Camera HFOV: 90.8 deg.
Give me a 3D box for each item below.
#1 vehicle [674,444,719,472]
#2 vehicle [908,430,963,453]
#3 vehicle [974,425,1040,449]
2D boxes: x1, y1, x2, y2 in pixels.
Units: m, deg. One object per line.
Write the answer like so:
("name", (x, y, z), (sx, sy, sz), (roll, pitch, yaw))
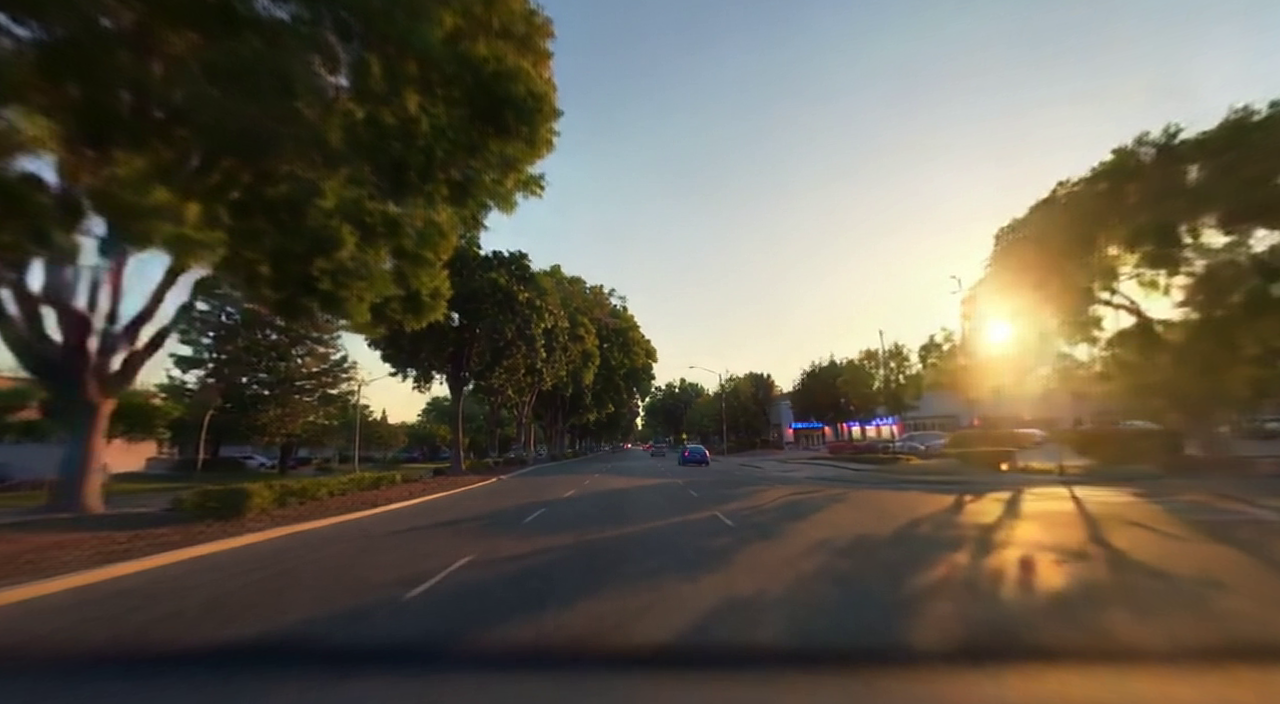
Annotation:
("vehicle", (3.189, 6.119, 36.662), (2.033, 1.482, 4.571), (0, -8, -2))
("vehicle", (21.775, 6.646, 46.739), (1.911, 1.604, 4.411), (-1, -8, -1))
("vehicle", (27.571, 6.362, 47.641), (2.037, 1.633, 4.447), (1, -6, -6))
